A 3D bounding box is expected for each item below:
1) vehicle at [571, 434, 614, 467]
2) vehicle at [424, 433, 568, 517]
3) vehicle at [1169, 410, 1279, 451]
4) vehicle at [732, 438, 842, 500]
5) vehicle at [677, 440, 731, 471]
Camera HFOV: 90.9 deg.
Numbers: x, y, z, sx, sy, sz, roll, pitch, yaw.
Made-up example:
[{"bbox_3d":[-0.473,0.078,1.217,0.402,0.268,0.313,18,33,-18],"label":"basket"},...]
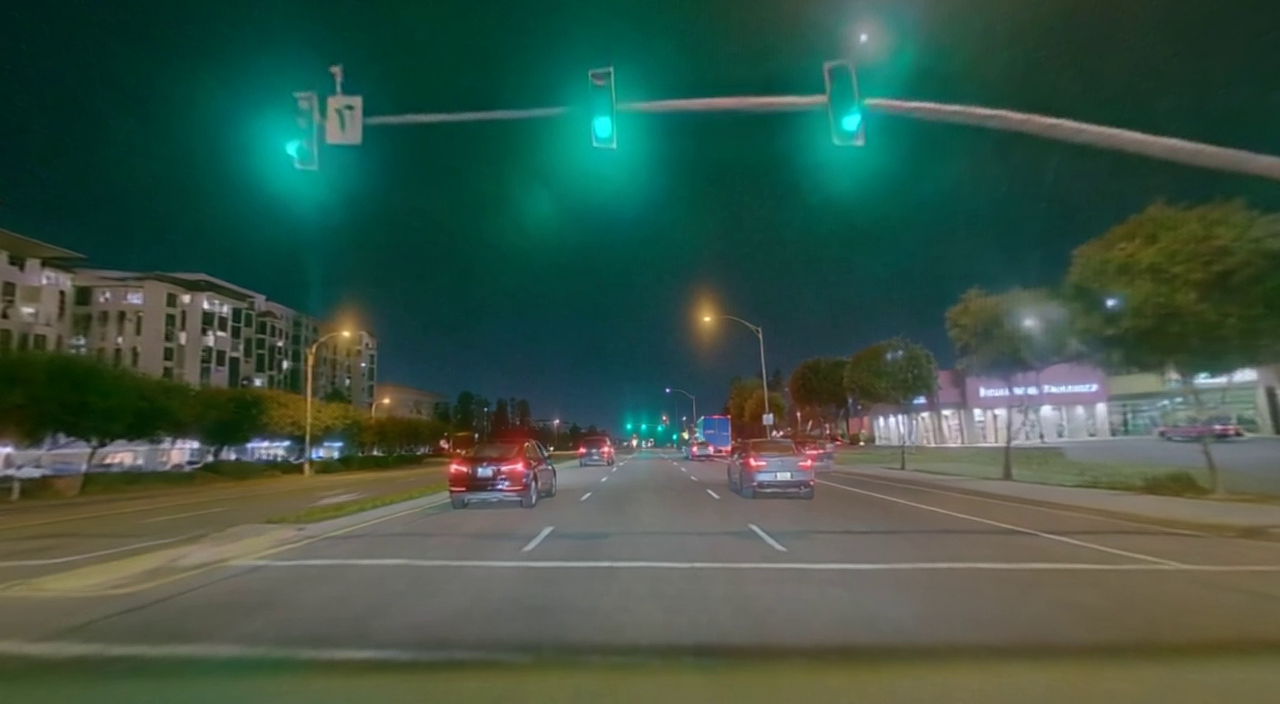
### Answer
[{"bbox_3d":[-2.714,5.761,36.998,2.137,1.796,4.304,0,-8,1],"label":"vehicle"},{"bbox_3d":[-2.908,2.594,13.840,2.003,1.509,4.396,-1,-8,2],"label":"vehicle"},{"bbox_3d":[40.247,5.485,43.385,2.787,2.561,5.416,-1,-9,1],"label":"vehicle"},{"bbox_3d":[3.805,3.099,17.123,1.972,1.452,4.189,0,-8,0],"label":"vehicle"},{"bbox_3d":[3.186,5.299,32.397,2.020,1.461,4.326,0,-8,-4],"label":"vehicle"}]
